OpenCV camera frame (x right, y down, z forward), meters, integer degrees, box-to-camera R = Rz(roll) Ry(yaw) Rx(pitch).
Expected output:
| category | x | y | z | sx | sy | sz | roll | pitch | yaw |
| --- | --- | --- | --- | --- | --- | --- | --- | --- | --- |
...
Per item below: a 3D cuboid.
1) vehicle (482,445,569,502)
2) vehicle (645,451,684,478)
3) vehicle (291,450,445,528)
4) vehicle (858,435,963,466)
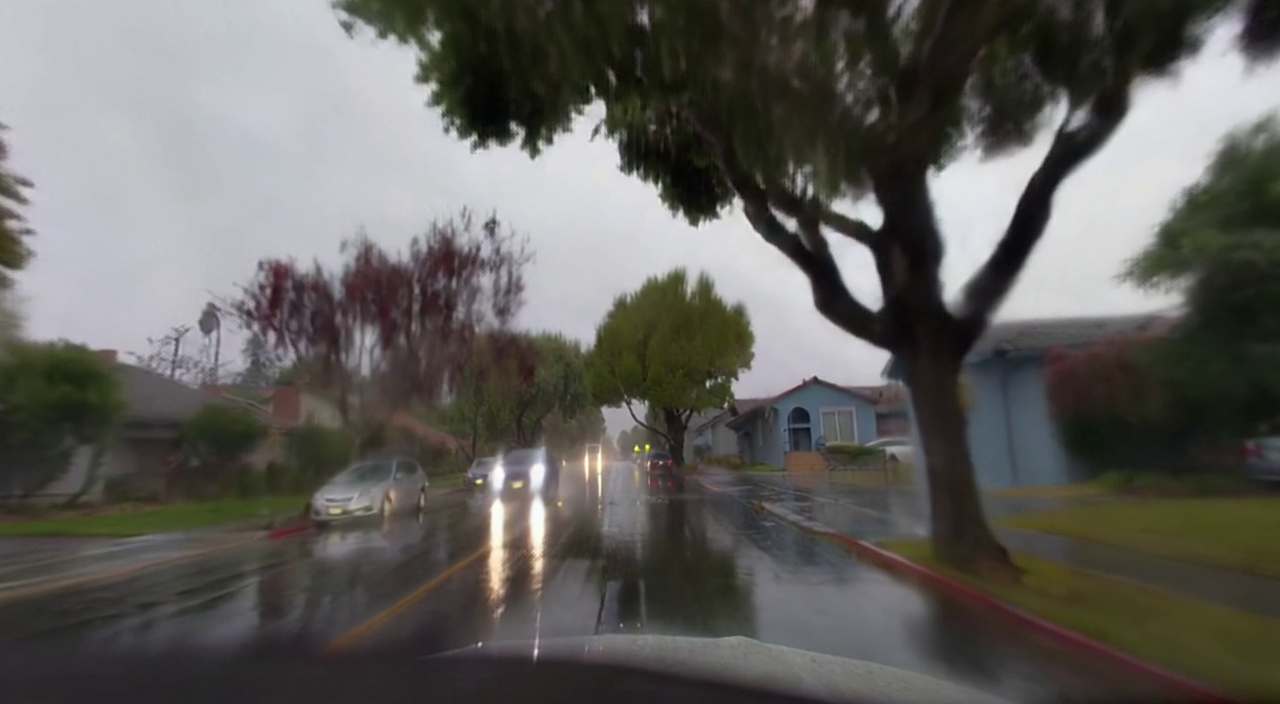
| category | x | y | z | sx | sy | sz | roll | pitch | yaw |
| --- | --- | --- | --- | --- | --- | --- | --- | --- | --- |
| vehicle | -3.706 | 4.024 | 21.360 | 2.106 | 1.688 | 4.392 | 0 | -9 | 0 |
| vehicle | 1.452 | 6.918 | 39.071 | 1.996 | 1.516 | 4.122 | 1 | -9 | -4 |
| vehicle | -6.591 | 3.317 | 15.908 | 2.031 | 1.662 | 4.194 | 0 | -9 | -1 |
| vehicle | 13.102 | 4.815 | 30.910 | 4.370 | 1.433 | 1.889 | -2 | -9 | 12 |
